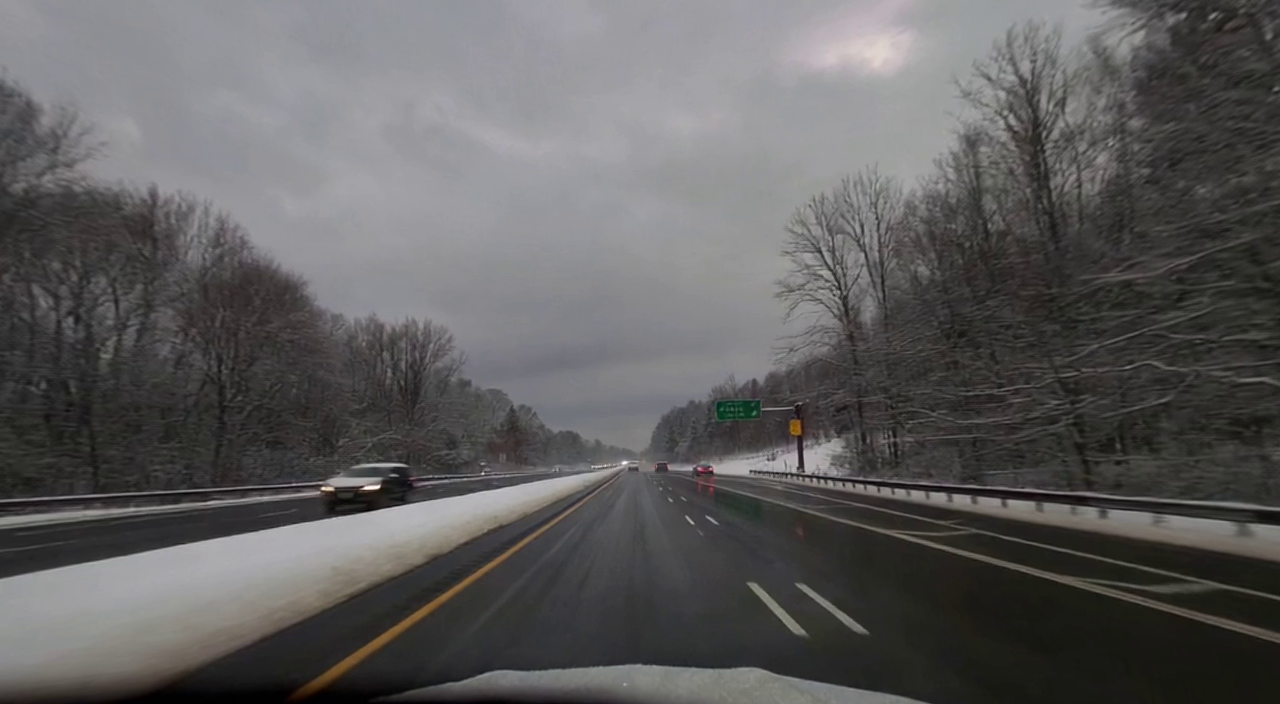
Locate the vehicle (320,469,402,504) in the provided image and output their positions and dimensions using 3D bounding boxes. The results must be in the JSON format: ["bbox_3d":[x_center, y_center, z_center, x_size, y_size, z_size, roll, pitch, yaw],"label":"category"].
[{"bbox_3d":[-13.122,6.325,29.941,1.851,1.496,4.537,1,-10,-1],"label":"vehicle"}]
